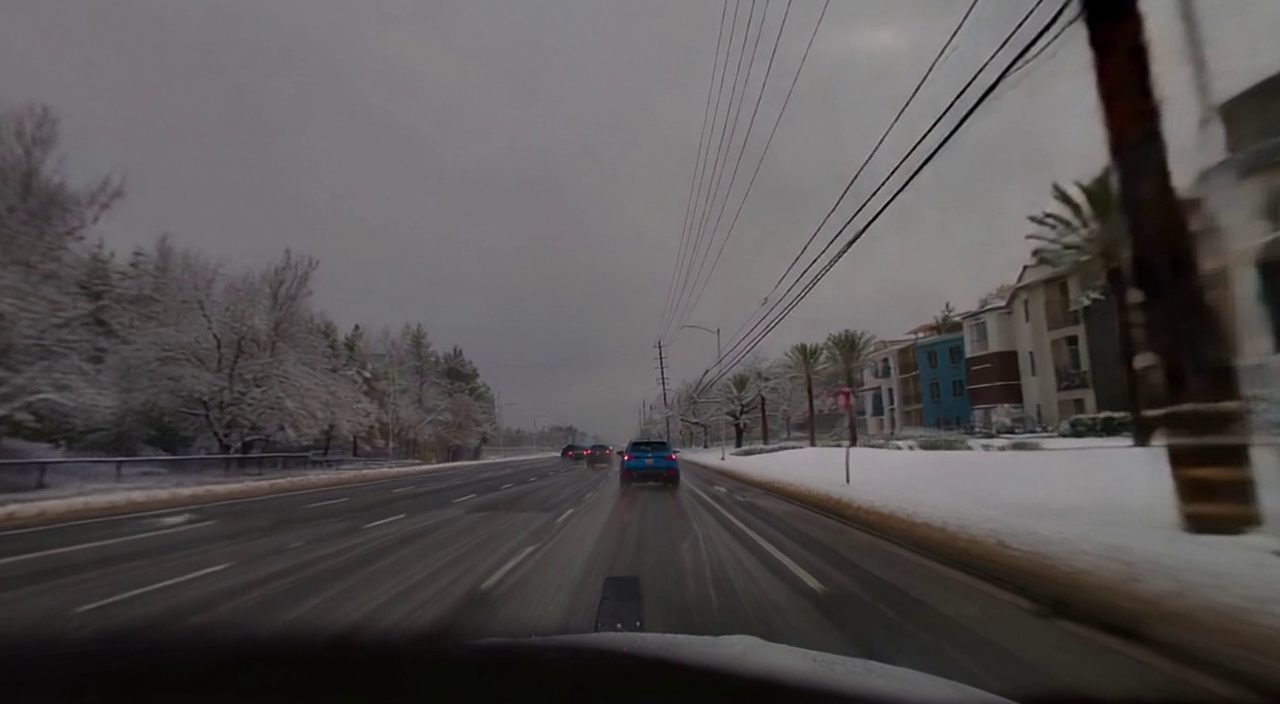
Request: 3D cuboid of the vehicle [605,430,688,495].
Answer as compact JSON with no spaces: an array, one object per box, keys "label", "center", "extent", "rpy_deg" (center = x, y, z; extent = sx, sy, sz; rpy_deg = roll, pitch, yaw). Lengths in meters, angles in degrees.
[{"label":"vehicle","center":[0.158,3.267,18.930],"extent":[2.198,1.706,4.166],"rpy_deg":[0,-9,0]}]
